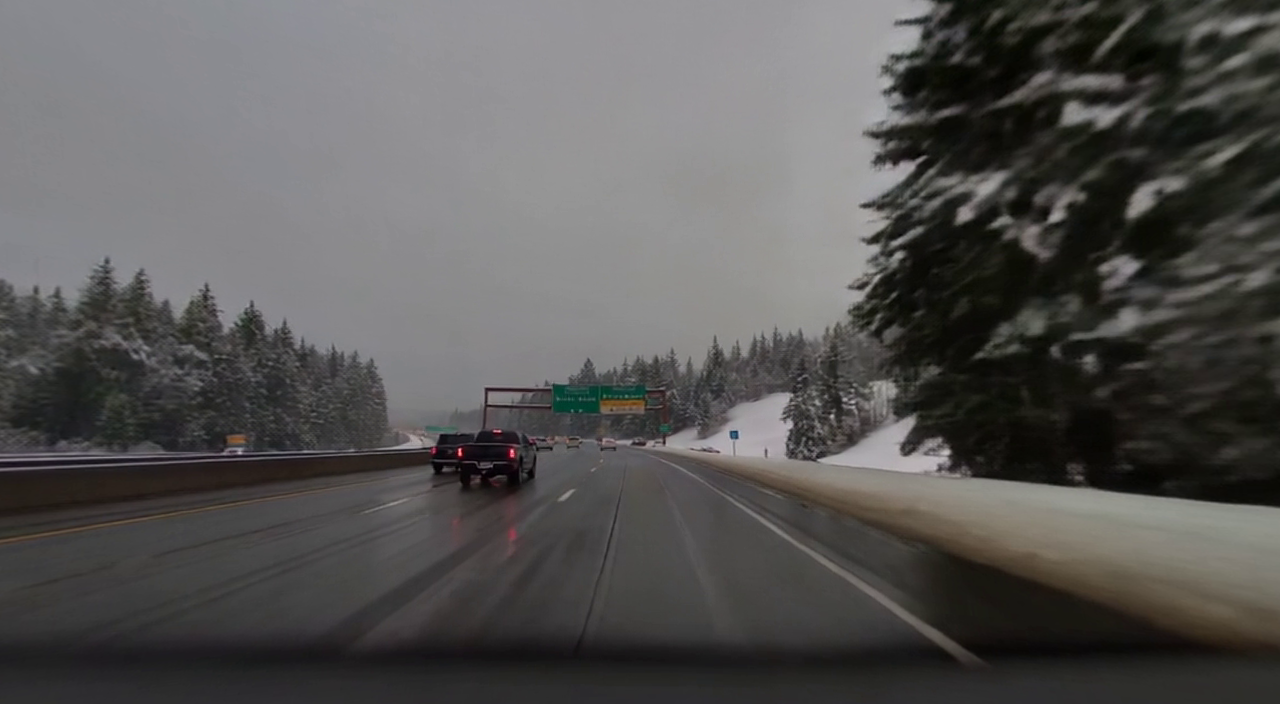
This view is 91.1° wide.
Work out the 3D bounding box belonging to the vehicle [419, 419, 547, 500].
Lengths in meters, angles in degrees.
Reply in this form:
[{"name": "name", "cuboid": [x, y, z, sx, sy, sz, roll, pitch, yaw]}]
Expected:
[{"name": "vehicle", "cuboid": [-3.901, 2.778, 16.665, 2.142, 1.789, 5.009, 0, -8, 0]}]
